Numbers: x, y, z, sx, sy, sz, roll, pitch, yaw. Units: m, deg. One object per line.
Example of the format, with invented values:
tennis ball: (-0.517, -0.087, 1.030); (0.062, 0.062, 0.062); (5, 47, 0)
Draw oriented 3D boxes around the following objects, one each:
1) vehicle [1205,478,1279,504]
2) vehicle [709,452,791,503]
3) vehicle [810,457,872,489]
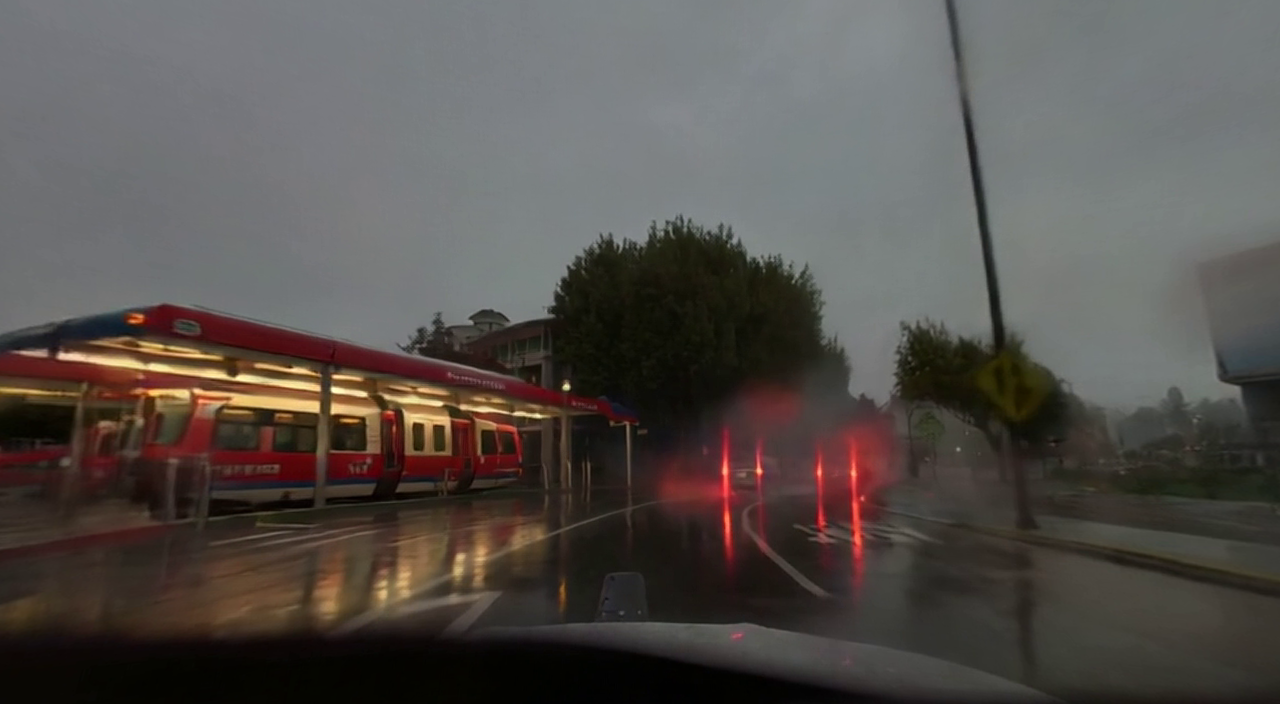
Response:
vehicle: (40.135, 9.144, 41.558); (3.934, 1.480, 1.728); (-4, -9, 22)
vehicle: (4.506, 4.931, 25.313); (2.263, 1.765, 4.237); (-4, -9, 23)
vehicle: (12.147, 7.237, 38.073); (2.010, 1.725, 4.320); (-7, -11, 39)
